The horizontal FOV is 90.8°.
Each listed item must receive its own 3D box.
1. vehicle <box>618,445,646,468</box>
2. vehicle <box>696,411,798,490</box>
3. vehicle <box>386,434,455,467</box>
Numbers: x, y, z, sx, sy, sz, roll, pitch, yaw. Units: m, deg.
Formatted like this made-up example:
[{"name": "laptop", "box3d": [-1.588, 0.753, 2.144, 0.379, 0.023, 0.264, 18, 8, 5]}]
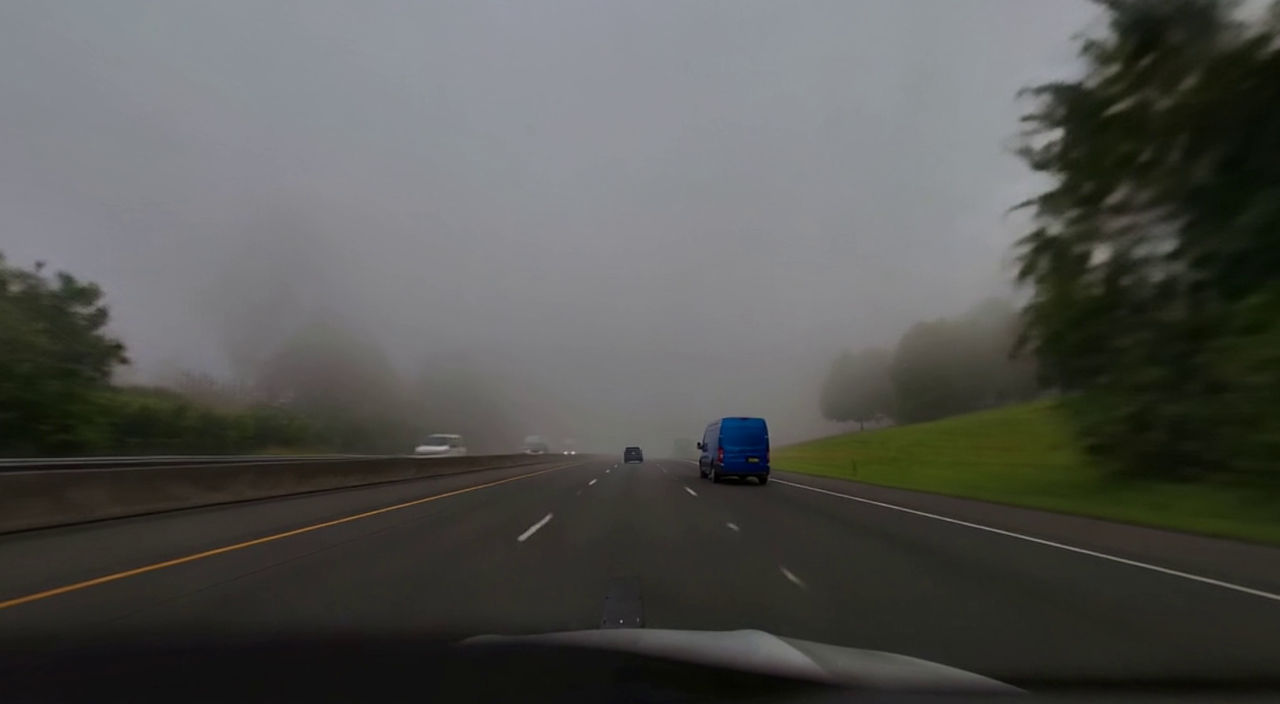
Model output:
[{"name": "vehicle", "box3d": [-0.589, 8.237, 49.779, 2.069, 1.666, 4.338, 0, -9, 0]}, {"name": "vehicle", "box3d": [3.753, 3.703, 23.787, 2.552, 2.524, 6.630, 0, -9, -1]}, {"name": "vehicle", "box3d": [-12.096, 5.477, 35.176, 2.051, 1.706, 4.868, 0, -9, 0]}]
